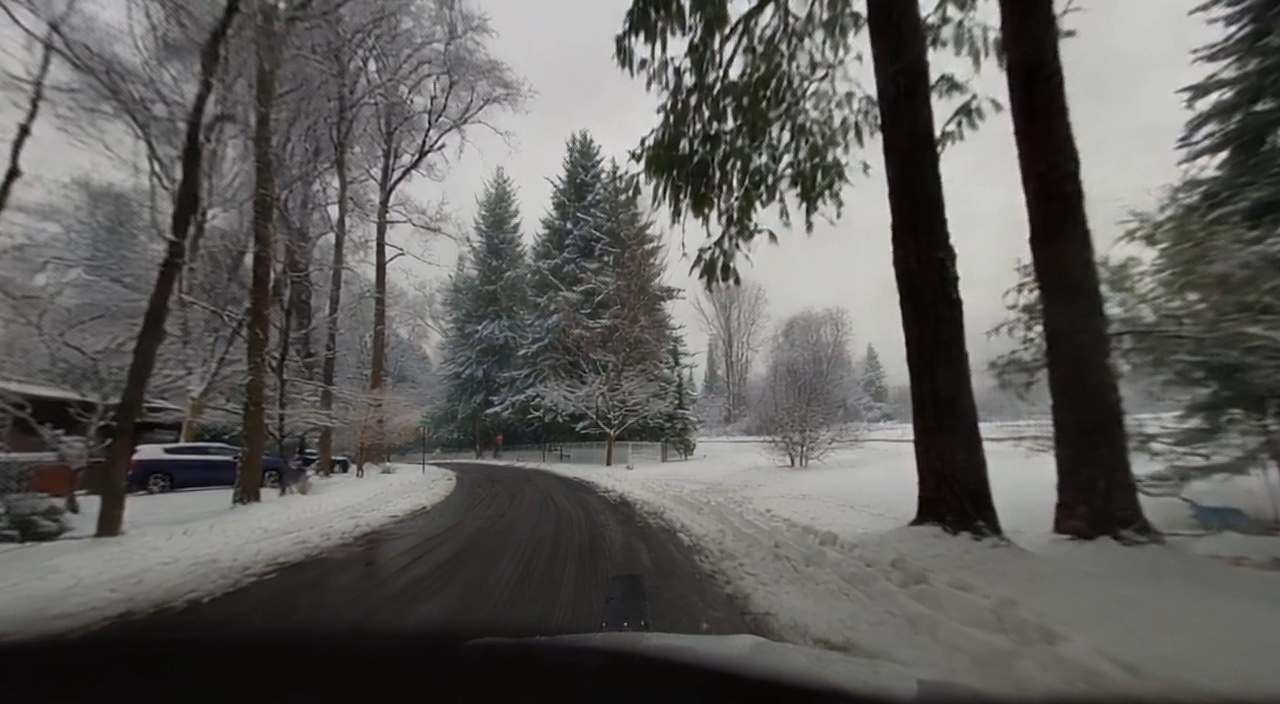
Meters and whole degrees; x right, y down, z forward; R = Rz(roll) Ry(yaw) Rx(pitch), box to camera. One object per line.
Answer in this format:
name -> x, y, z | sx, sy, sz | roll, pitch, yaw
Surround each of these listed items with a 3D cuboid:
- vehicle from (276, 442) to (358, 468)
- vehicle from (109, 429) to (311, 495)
vehicle -> -20.999, 6.717, 41.139 | 4.471, 1.638, 1.877 | 3, -9, -19
vehicle -> -13.403, 3.440, 20.116 | 4.961, 1.757, 1.971 | 2, -9, -24
